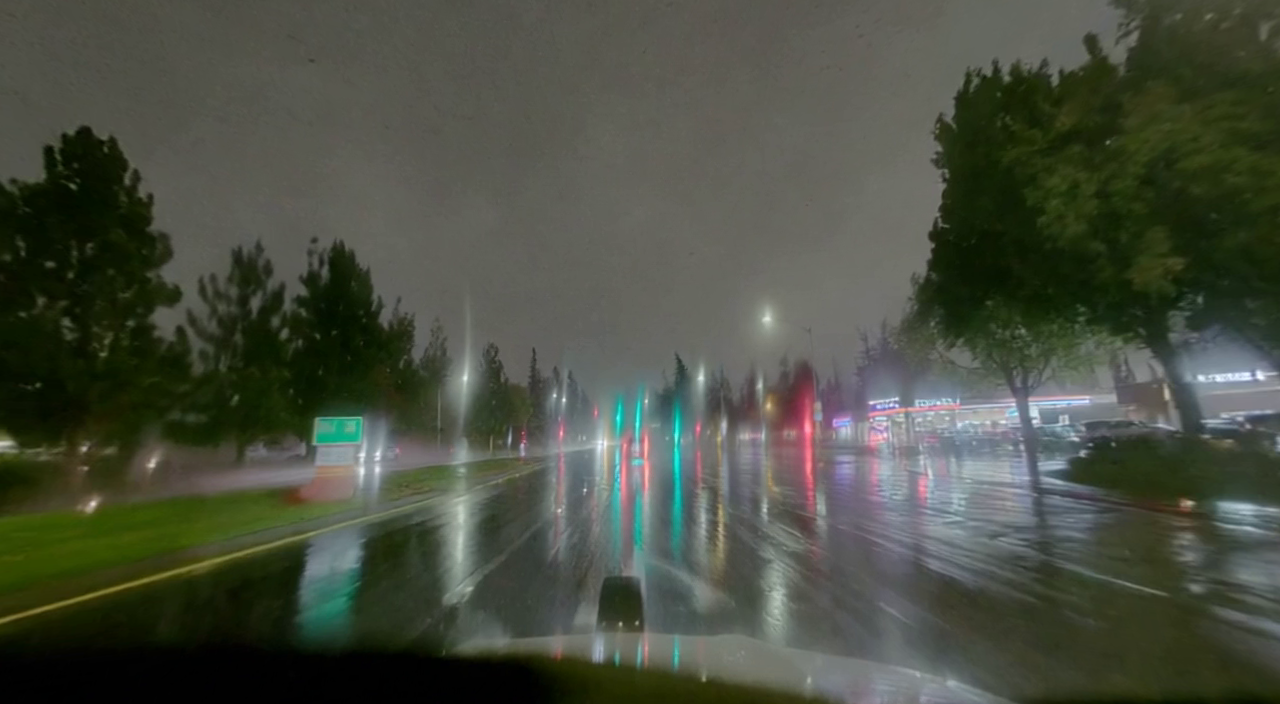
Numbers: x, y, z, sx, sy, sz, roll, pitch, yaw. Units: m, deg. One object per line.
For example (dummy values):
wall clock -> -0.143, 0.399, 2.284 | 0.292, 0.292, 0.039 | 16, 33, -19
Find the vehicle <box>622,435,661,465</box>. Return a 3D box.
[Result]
vehicle -> 0.049, 5.930, 38.123 | 2.213, 1.715, 4.242 | 0, -8, -1

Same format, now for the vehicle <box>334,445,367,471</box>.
vehicle -> -20.373, 7.433, 44.337 | 1.909, 1.720, 4.390 | 3, -9, -24
